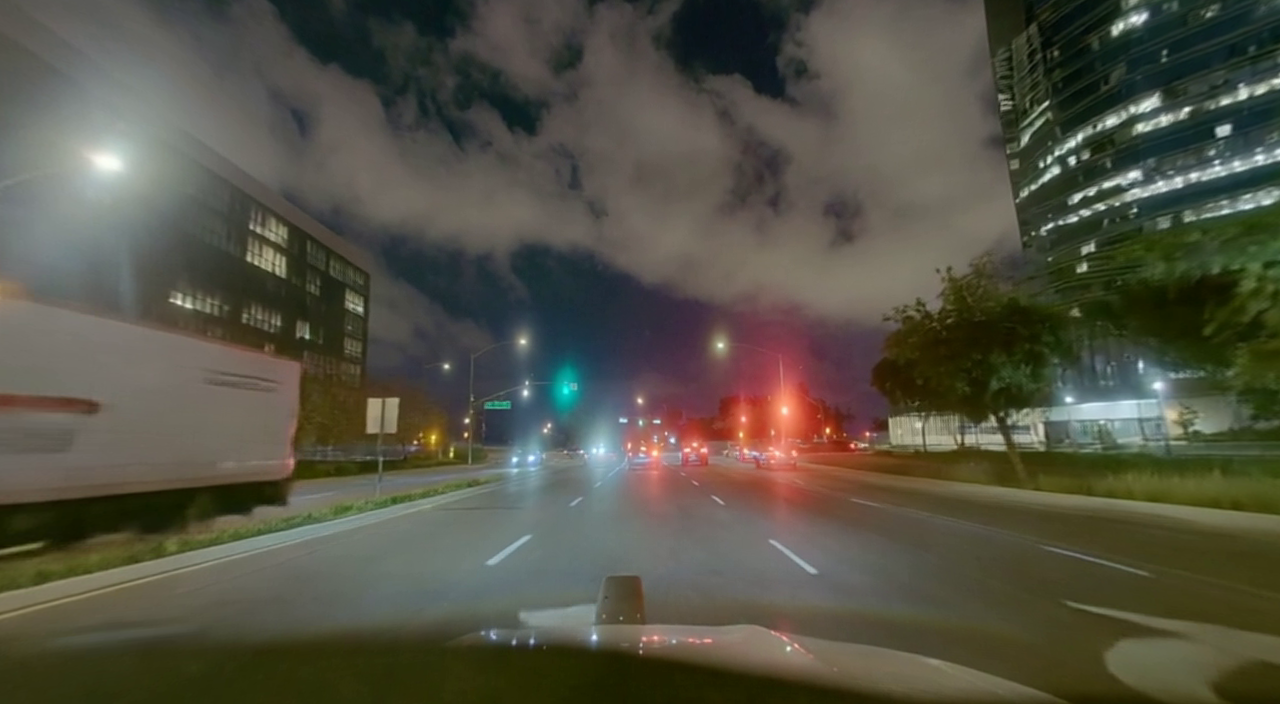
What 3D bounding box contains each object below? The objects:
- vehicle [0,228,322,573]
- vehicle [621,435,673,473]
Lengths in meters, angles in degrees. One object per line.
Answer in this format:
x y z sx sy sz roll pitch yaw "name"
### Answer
-8.890 0.779 8.651 3.065 3.928 11.252 0 -9 0 "vehicle"
0.330 5.487 33.906 2.601 1.878 4.535 0 -9 0 "vehicle"
